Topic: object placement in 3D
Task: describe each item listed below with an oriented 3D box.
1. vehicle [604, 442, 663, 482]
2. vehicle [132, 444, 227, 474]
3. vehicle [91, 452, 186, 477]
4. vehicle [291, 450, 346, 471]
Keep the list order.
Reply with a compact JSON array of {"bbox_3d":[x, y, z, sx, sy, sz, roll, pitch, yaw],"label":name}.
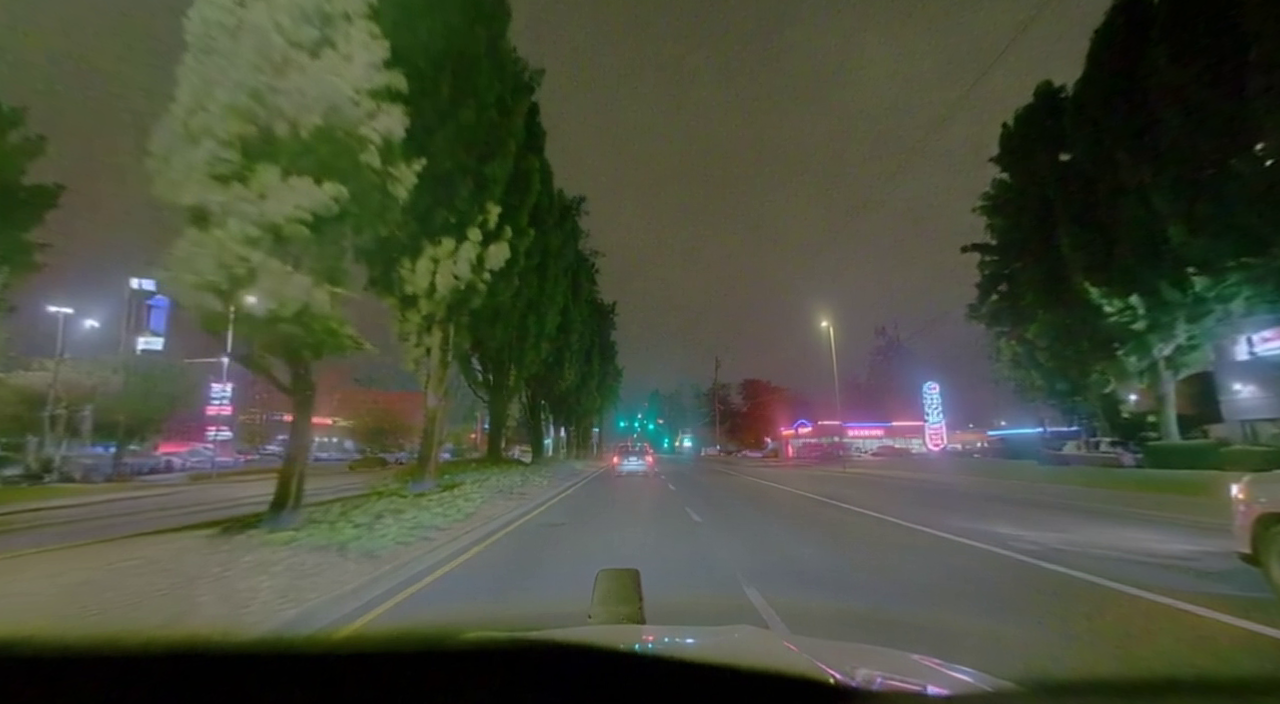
[{"bbox_3d":[-0.273,4.379,25.509,2.185,1.473,3.925,0,-8,-1],"label":"vehicle"},{"bbox_3d":[-33.130,7.633,45.537,5.124,2.003,2.233,7,-11,-41],"label":"vehicle"},{"bbox_3d":[-33.073,7.374,41.758,4.686,1.478,1.801,7,-11,-41],"label":"vehicle"},{"bbox_3d":[-24.271,8.164,47.911,1.915,1.460,4.717,0,-8,-3],"label":"vehicle"}]
